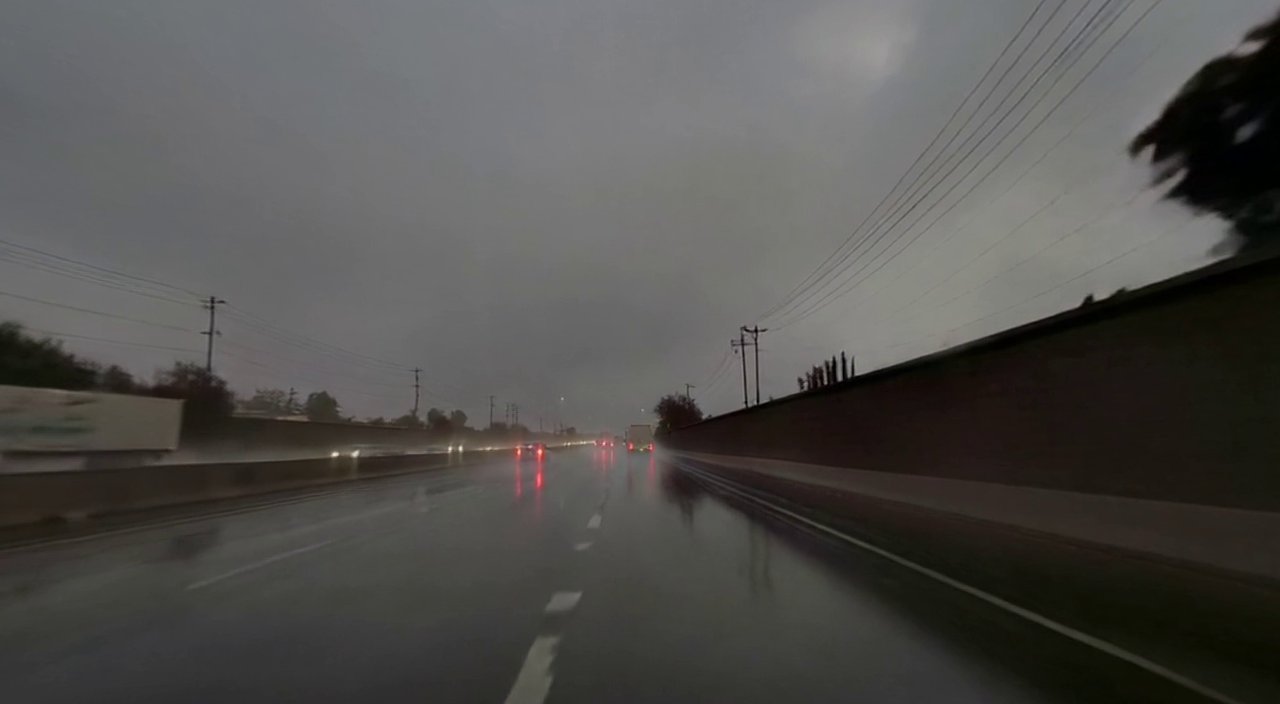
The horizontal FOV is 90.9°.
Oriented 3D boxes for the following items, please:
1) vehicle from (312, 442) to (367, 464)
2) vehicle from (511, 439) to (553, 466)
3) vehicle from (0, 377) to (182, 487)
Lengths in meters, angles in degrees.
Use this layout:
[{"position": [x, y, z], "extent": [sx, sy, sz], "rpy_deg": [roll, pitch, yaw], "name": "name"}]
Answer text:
[{"position": [-21.975, 7.396, 46.308], "extent": [1.824, 1.544, 4.480], "rpy_deg": [0, -8, -1], "name": "vehicle"}, {"position": [-7.081, 6.623, 41.831], "extent": [2.064, 1.642, 4.389], "rpy_deg": [0, -8, 0], "name": "vehicle"}, {"position": [-25.876, 3.214, 25.141], "extent": [2.933, 4.161, 16.812], "rpy_deg": [0, -8, -1], "name": "vehicle"}]
